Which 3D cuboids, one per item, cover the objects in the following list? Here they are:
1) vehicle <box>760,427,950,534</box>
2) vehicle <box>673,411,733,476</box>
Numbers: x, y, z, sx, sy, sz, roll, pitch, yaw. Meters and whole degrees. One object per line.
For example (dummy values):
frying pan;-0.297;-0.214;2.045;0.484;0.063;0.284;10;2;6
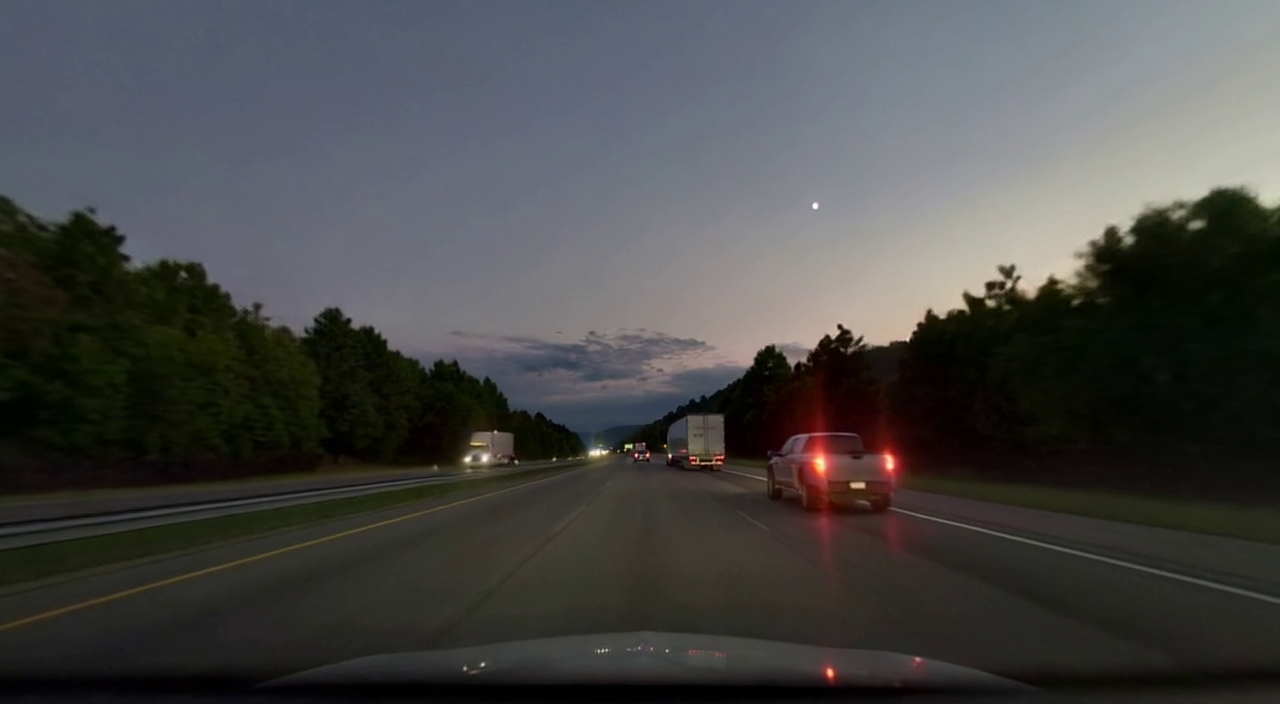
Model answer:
vehicle;3.767;2.340;12.005;2.096;1.653;4.185;0;-9;0
vehicle;4.157;6.468;44.203;3.117;3.971;10.593;1;-9;0
